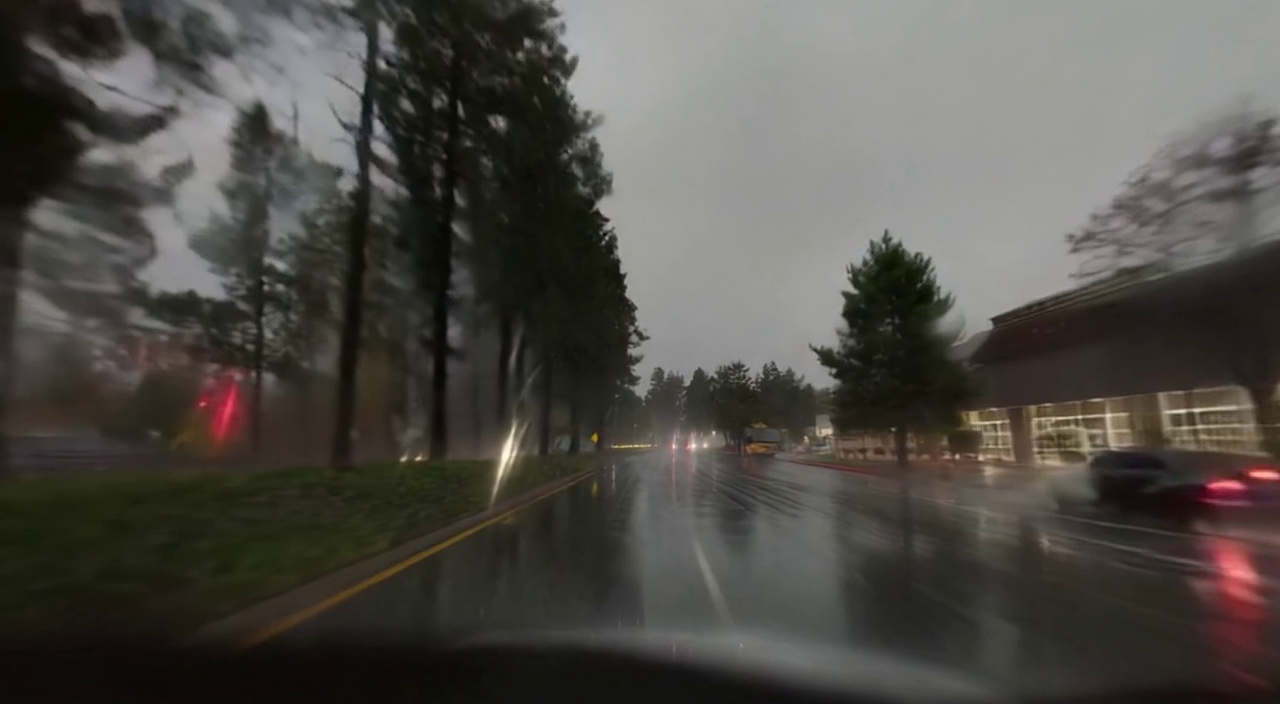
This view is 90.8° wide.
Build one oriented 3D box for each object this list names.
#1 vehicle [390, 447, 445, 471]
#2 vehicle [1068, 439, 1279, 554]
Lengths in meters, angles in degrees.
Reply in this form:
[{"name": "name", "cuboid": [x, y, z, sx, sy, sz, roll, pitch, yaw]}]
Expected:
[{"name": "vehicle", "cuboid": [-14.247, 6.869, 40.720, 1.850, 1.453, 4.648, 0, -9, 1]}, {"name": "vehicle", "cuboid": [9.255, 2.161, 10.059, 1.920, 1.456, 4.402, -1, -9, 3]}]
